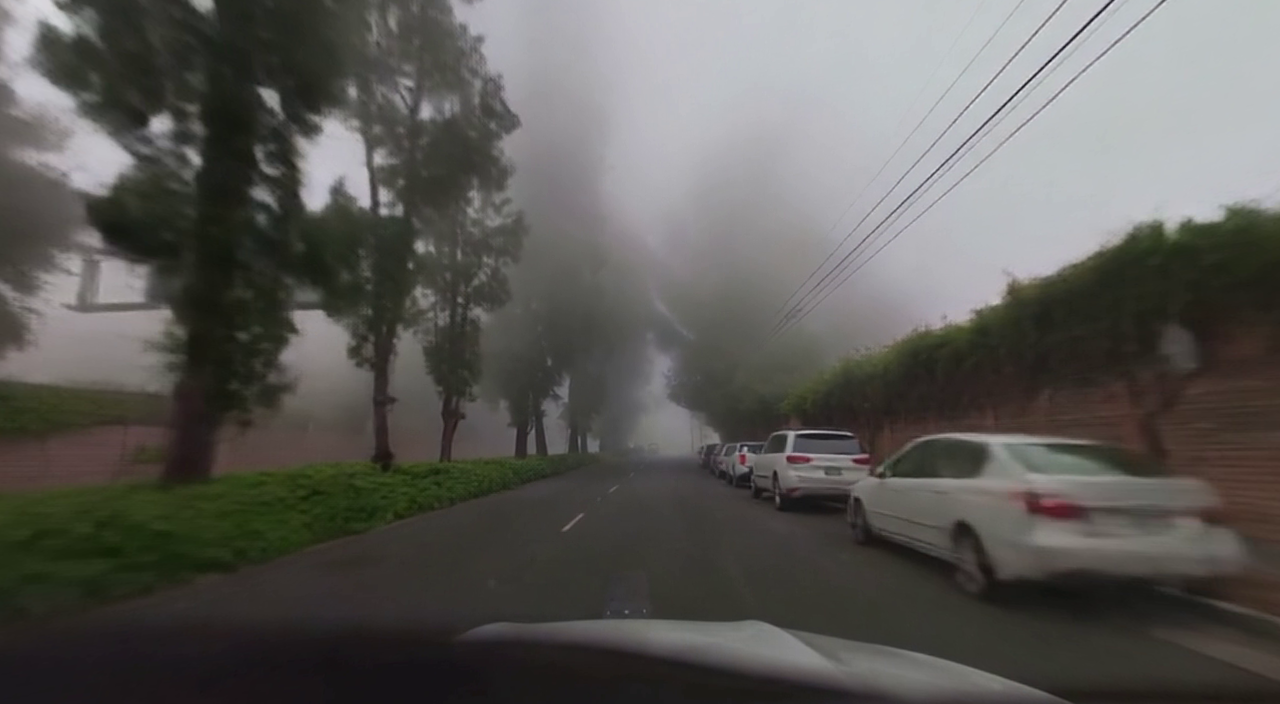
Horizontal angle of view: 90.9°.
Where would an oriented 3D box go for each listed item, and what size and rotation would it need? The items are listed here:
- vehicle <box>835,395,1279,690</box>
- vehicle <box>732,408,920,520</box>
[{"bbox_3d":[3.770,1.485,6.354,2.048,1.596,5.543,3,-8,2],"label":"vehicle"},{"bbox_3d":[3.718,2.520,14.285,2.518,1.943,6.415,0,-10,2],"label":"vehicle"}]
